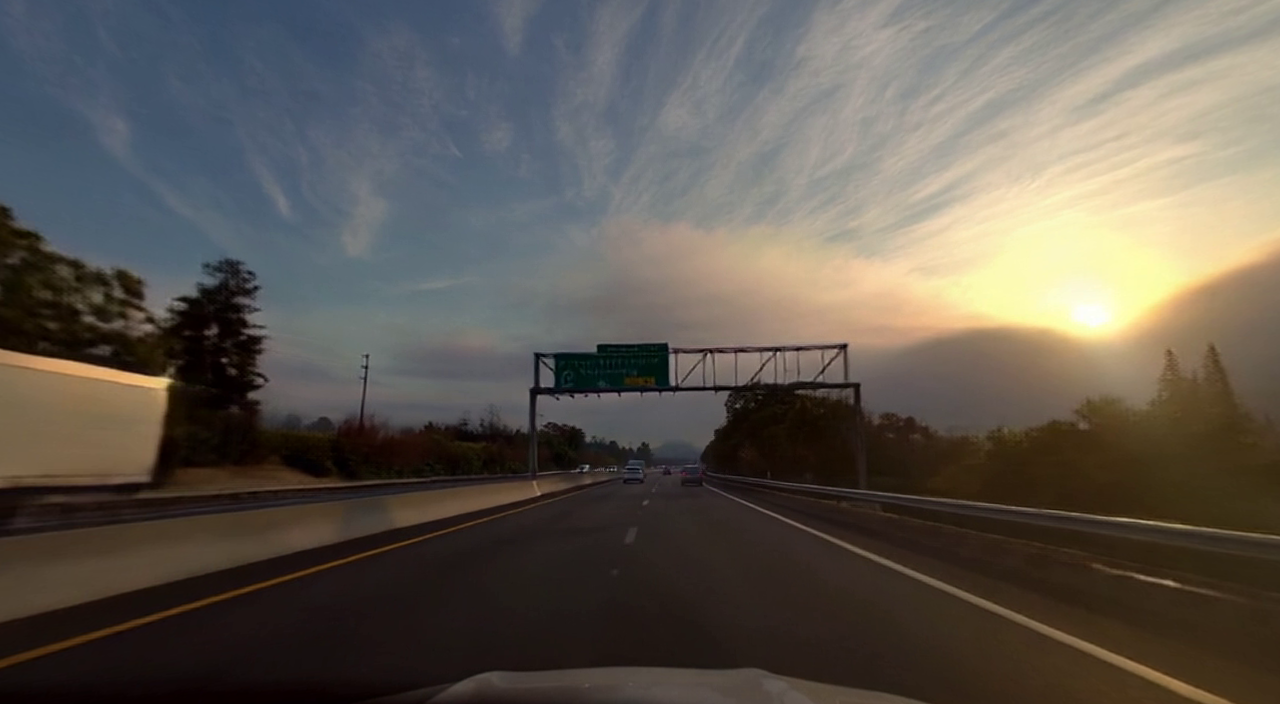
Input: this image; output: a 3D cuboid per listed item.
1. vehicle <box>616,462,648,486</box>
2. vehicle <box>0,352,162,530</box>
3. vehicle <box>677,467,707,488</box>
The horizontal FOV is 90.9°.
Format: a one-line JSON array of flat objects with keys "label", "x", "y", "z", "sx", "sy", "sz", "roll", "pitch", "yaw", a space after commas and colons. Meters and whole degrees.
[{"label": "vehicle", "x": -0.524, "y": 9.409, "z": 48.572, "sx": 2.160, "sy": 1.721, "sz": 4.368, "roll": 0, "pitch": -11, "yaw": 3}, {"label": "vehicle", "x": -15.663, "y": 1.350, "z": 10.685, "sx": 2.896, "sy": 3.861, "sz": 14.932, "roll": 1, "pitch": -11, "yaw": 2}, {"label": "vehicle", "x": 3.931, "y": 9.543, "z": 48.026, "sx": 1.937, "sy": 1.467, "sz": 4.061, "roll": 1, "pitch": -10, "yaw": 1}]
